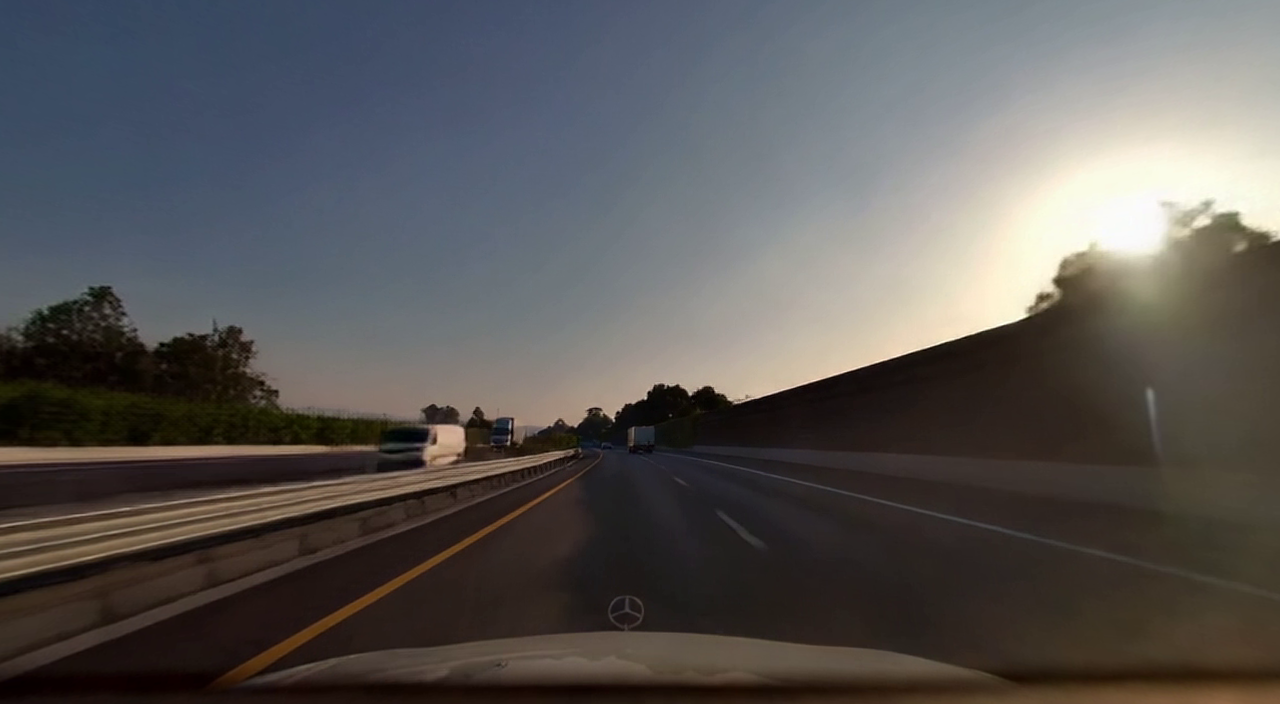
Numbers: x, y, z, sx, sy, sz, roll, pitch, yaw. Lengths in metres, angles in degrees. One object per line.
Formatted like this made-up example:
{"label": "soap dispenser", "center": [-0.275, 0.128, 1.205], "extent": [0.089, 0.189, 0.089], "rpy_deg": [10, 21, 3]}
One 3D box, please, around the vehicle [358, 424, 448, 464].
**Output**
{"label": "vehicle", "center": [-10.375, 4.096, 27.919], "extent": [2.054, 1.626, 4.802], "rpy_deg": [0, -9, 1]}
